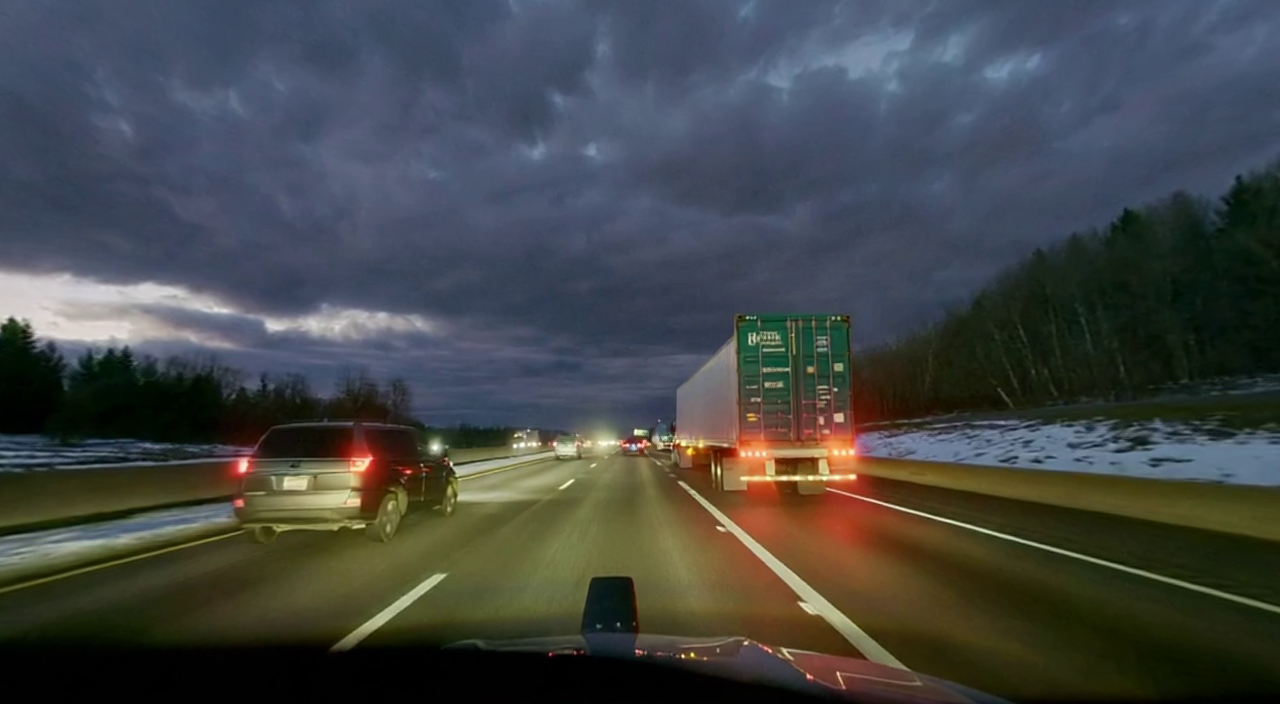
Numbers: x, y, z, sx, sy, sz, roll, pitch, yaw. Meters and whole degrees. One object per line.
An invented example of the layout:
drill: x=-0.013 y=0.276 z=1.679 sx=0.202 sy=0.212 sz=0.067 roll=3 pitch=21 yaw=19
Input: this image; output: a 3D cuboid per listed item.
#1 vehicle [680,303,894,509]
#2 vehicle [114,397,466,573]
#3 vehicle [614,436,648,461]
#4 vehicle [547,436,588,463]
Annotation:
vehicle: x=3.332 y=1.996 z=19.615 sx=2.959 sy=4.058 sz=14.485 roll=0 pitch=-8 yaw=-1
vehicle: x=-3.967 y=1.571 z=8.283 sx=2.054 sy=1.671 sz=4.445 roll=0 pitch=-8 yaw=0
vehicle: x=-0.590 y=6.290 z=41.216 sx=2.088 sy=1.567 sz=4.240 roll=0 pitch=-8 yaw=-1
vehicle: x=-4.379 y=5.959 z=38.669 sx=2.021 sy=1.514 sz=4.190 roll=0 pitch=-8 yaw=0
